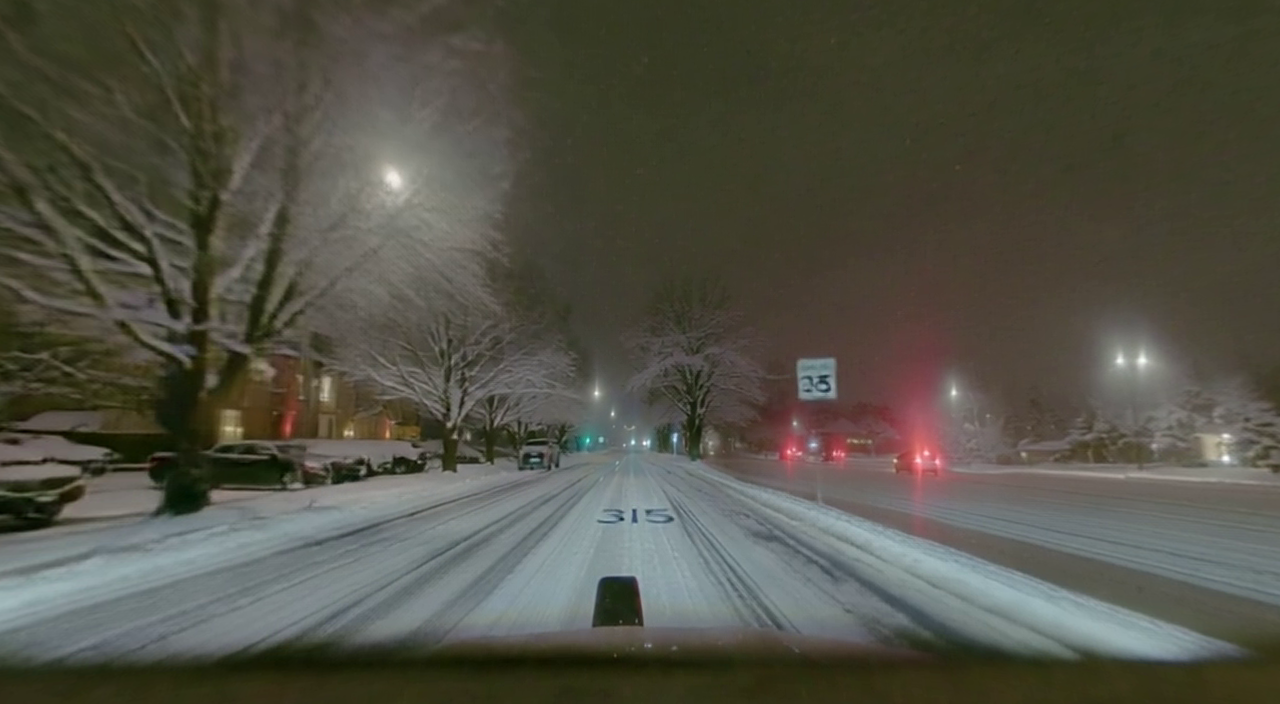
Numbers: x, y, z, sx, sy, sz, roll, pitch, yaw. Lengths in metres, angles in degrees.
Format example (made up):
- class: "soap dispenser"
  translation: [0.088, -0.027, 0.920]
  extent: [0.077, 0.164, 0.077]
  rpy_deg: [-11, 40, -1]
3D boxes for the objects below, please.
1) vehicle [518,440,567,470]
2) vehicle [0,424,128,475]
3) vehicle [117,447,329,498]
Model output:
- class: "vehicle"
  translation: [-6.562, 6.973, 43.087]
  extent: [2.350, 1.892, 5.542]
  rpy_deg: [1, -8, 1]
- class: "vehicle"
  translation: [-26.202, 4.203, 27.357]
  extent: [5.603, 2.043, 2.554]
  rpy_deg: [1, -9, 1]
- class: "vehicle"
  translation: [-13.138, 3.803, 20.103]
  extent: [5.300, 1.432, 1.951]
  rpy_deg: [1, -9, -1]
